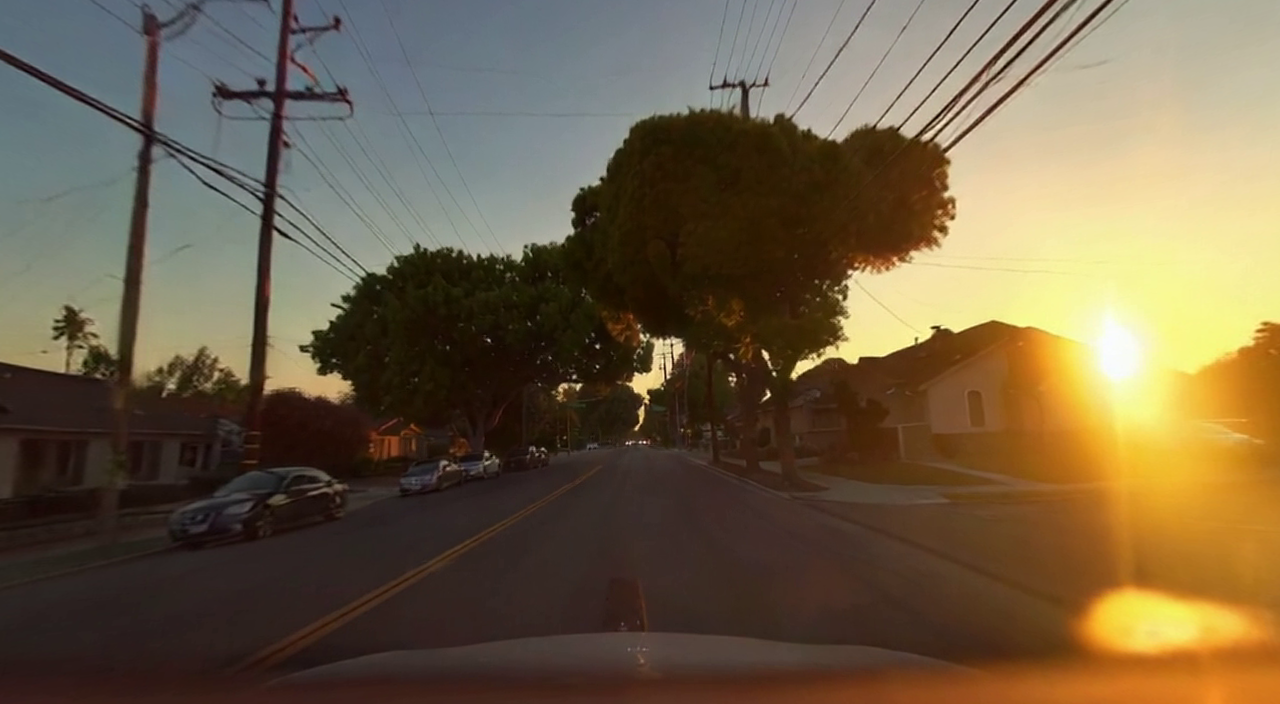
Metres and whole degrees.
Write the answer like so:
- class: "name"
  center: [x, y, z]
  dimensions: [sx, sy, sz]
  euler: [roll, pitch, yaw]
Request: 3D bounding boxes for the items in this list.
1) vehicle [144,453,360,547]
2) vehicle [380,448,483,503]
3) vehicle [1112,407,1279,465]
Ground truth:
- class: "vehicle"
  center: [-7.512, 2.850, 12.787]
  dimensions: [1.949, 1.512, 3.818]
  euler: [0, -8, -1]
- class: "vehicle"
  center: [-7.364, 4.349, 22.832]
  dimensions: [1.839, 1.494, 4.757]
  euler: [-8, -9, 2]
- class: "vehicle"
  center: [17.369, 2.544, 19.308]
  dimensions: [1.883, 1.498, 5.152]
  euler: [-2, -7, 0]
